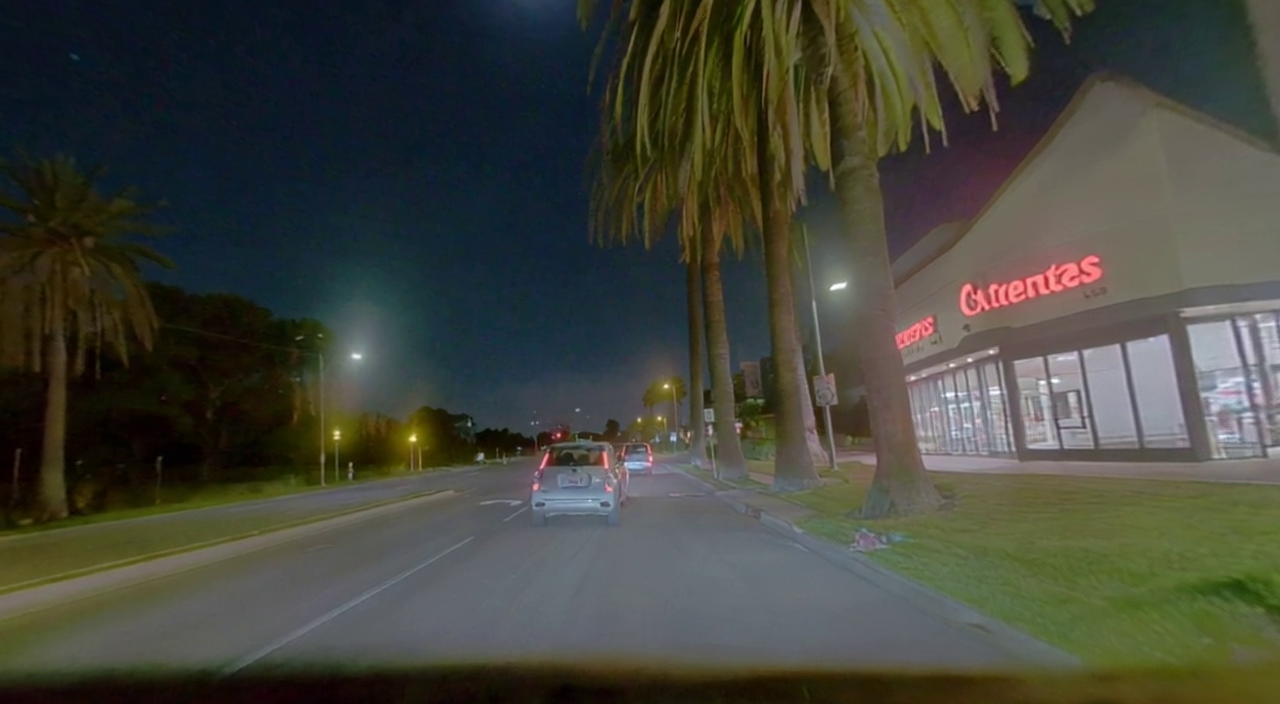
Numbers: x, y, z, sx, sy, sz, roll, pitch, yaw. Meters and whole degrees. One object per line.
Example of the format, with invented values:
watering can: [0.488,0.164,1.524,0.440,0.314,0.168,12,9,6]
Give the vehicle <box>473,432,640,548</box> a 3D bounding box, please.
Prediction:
vehicle: [-1.099,2.103,10.302,2.169,1.495,4.048,0,-8,0]
